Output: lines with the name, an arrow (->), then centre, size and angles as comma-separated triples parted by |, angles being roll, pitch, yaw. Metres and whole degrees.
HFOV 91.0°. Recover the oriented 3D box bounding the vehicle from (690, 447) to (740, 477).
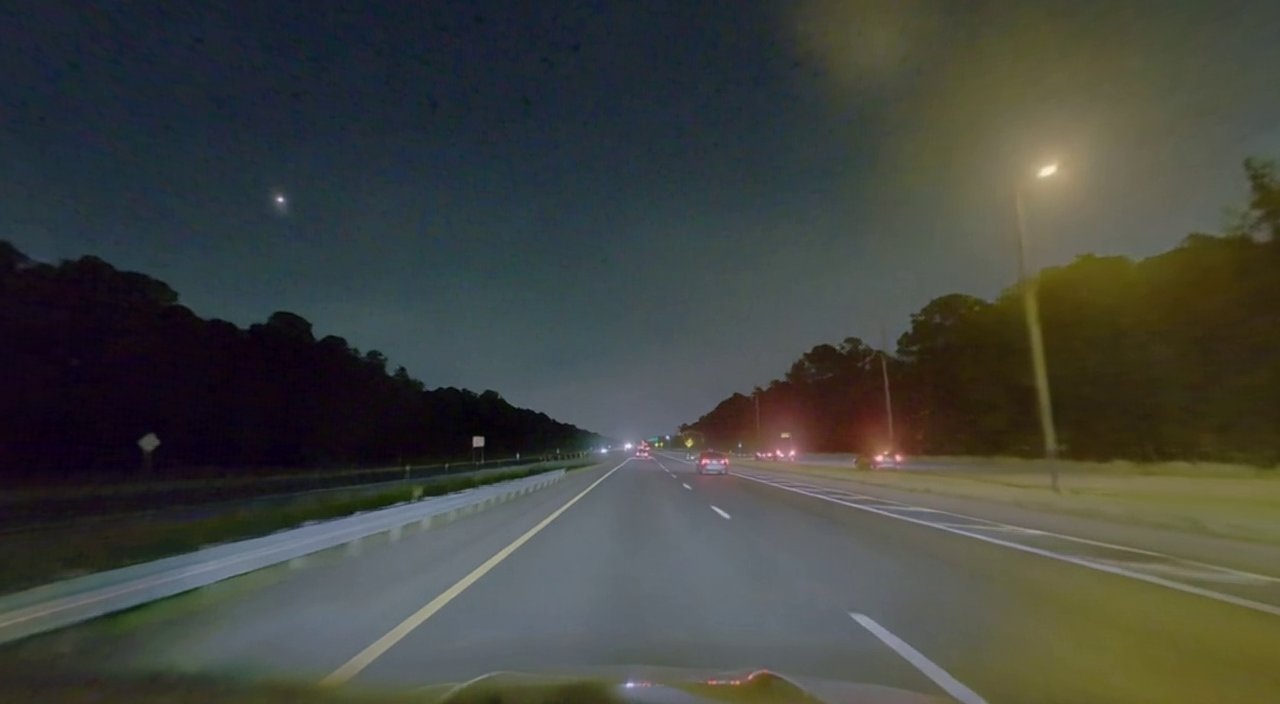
vehicle -> 3.955, 5.919, 34.070 | 2.115, 1.522, 4.330 | 0, -9, -1
